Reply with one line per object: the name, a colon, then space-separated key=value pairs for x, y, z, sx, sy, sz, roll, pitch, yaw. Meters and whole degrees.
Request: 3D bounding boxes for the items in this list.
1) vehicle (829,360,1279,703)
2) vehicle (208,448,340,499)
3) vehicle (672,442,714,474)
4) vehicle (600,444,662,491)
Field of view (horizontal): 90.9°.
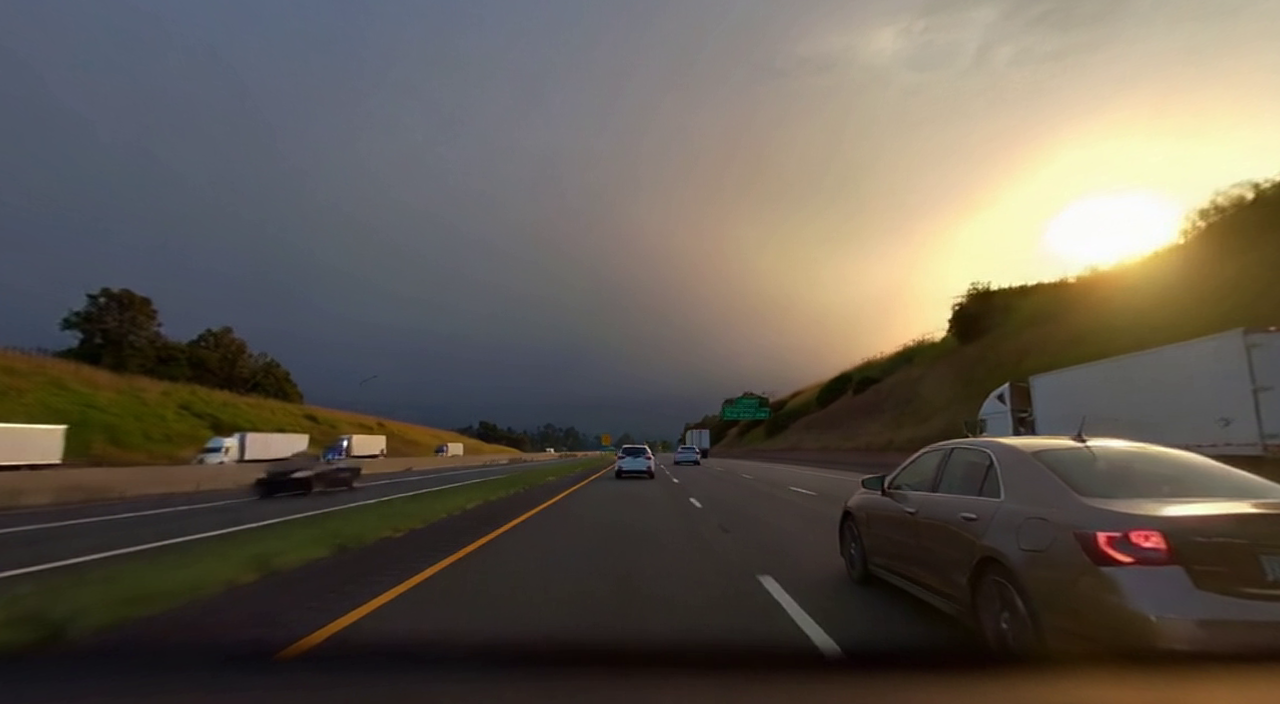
vehicle: x=2.913 y=1.106 z=3.885 sx=1.997 sy=1.534 sz=4.664 roll=0 pitch=-9 yaw=-1
vehicle: x=-11.852 y=3.929 z=20.791 sx=1.808 sy=1.491 sz=4.167 roll=0 pitch=-9 yaw=0
vehicle: x=3.029 y=6.154 z=36.824 sx=2.048 sy=1.704 sz=4.284 roll=0 pitch=-9 yaw=0
vehicle: x=-0.292 y=3.992 z=22.053 sx=1.970 sy=1.441 sz=3.846 roll=0 pitch=-9 yaw=0
